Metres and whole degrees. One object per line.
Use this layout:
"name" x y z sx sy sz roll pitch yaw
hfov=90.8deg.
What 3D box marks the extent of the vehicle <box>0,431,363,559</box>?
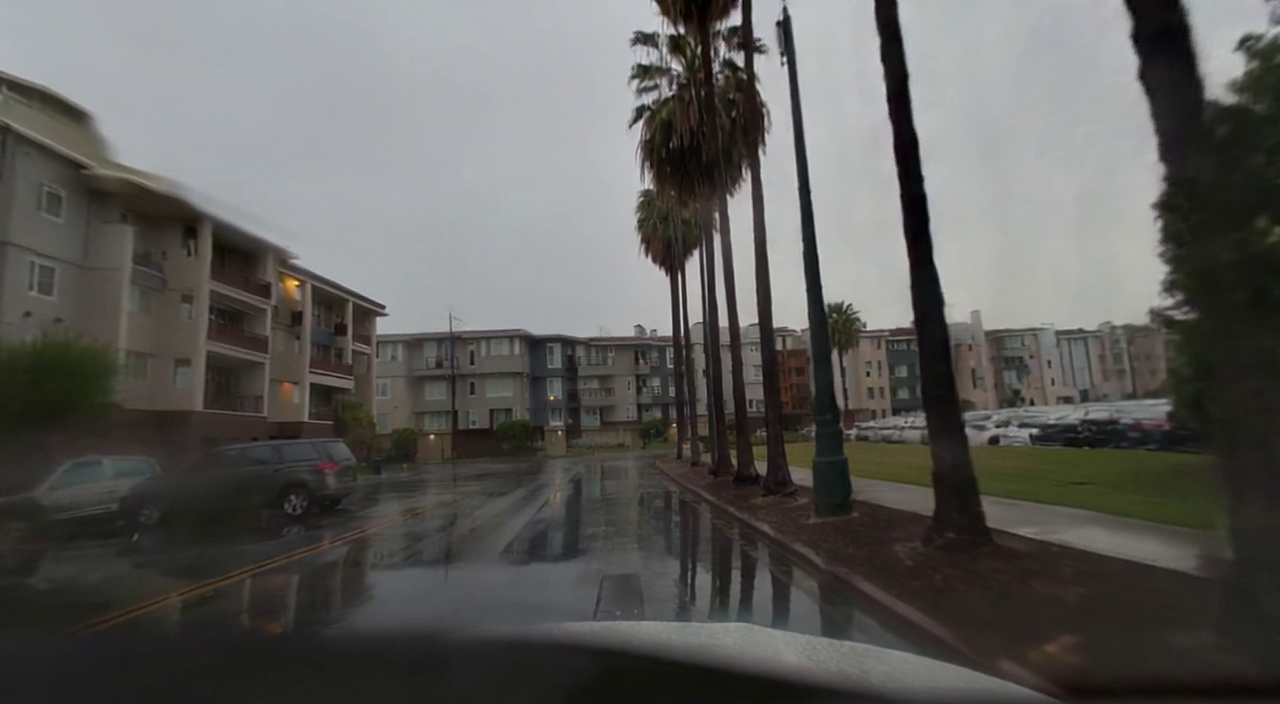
"vehicle" -7.187 2.147 9.955 4.803 1.520 1.894 -2 -7 -6
